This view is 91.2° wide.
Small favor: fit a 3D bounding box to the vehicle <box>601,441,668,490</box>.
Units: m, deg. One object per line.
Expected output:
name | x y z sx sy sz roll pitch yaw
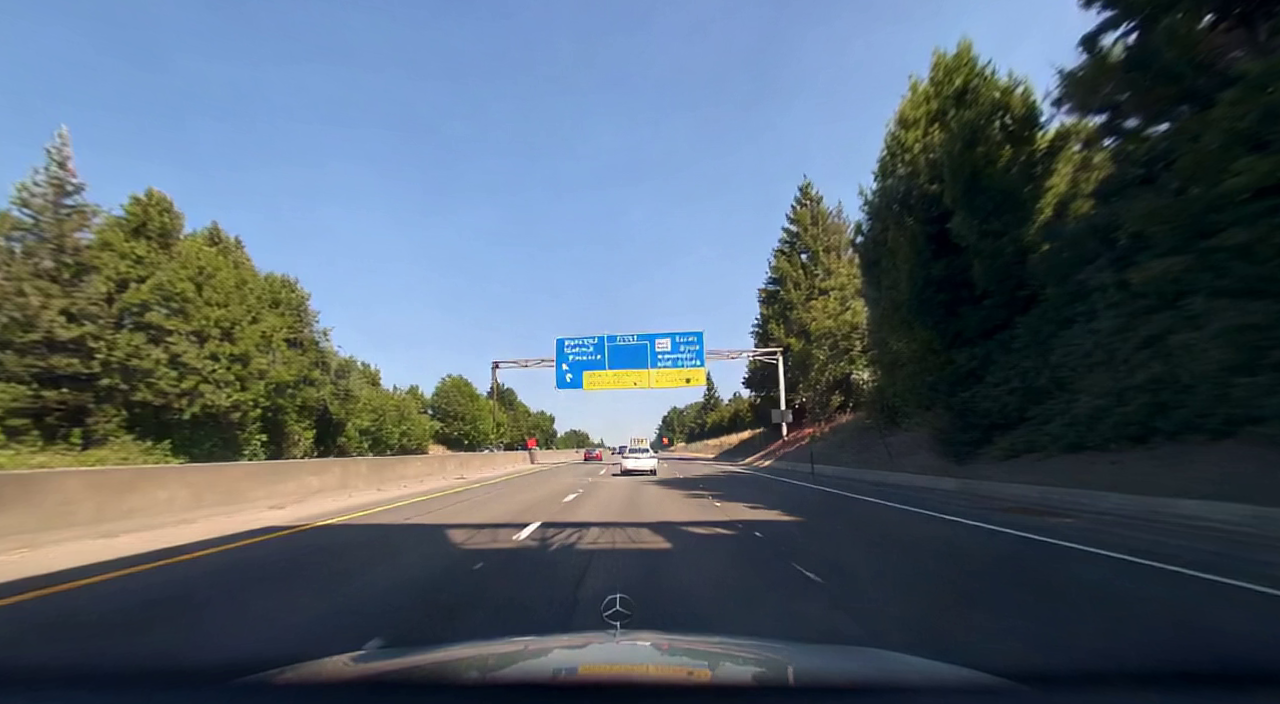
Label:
vehicle | -0.207 3.850 21.466 2.066 1.490 3.759 0 -9 -1
